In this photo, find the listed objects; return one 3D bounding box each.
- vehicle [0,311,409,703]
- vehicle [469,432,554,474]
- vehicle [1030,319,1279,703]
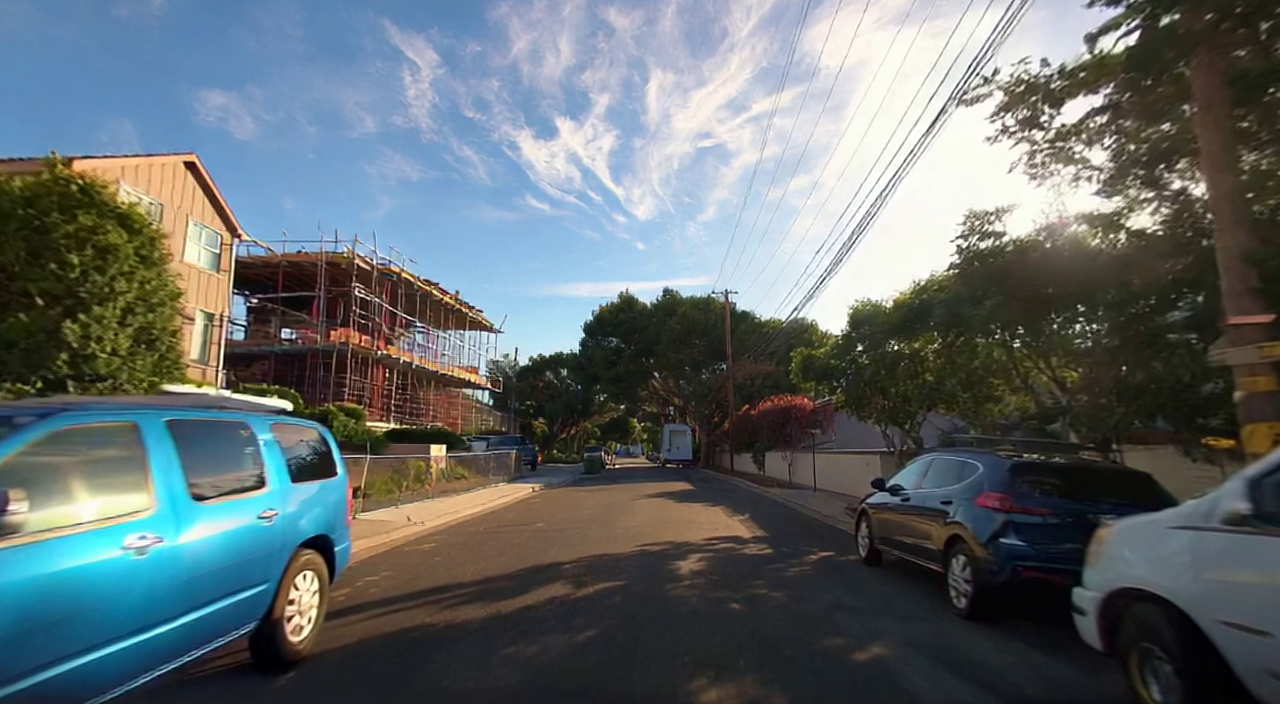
[{"bbox_3d":[-2.982,0.885,2.876,2.012,1.876,4.664,1,-5,1],"label":"vehicle"},{"bbox_3d":[-6.306,5.057,31.803,2.238,1.895,5.648,-2,-9,10],"label":"vehicle"},{"bbox_3d":[3.323,0.660,1.200,2.195,1.832,4.643,0,-9,1],"label":"vehicle"}]
